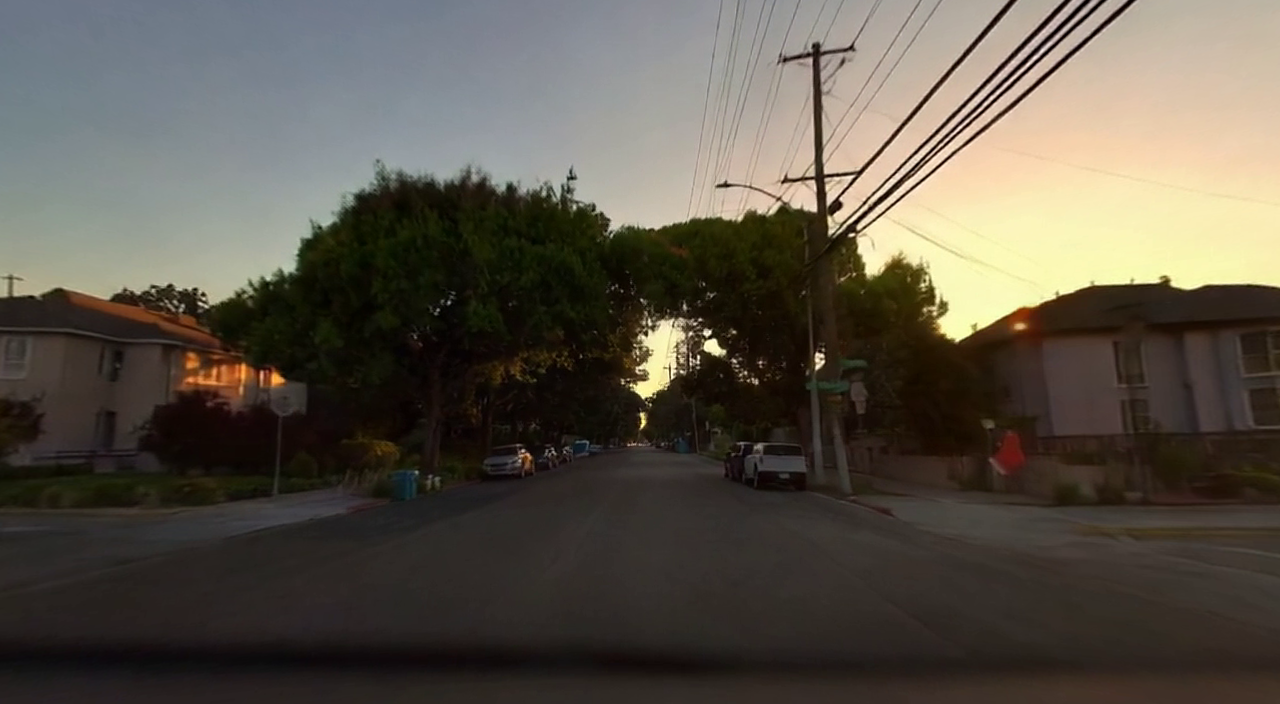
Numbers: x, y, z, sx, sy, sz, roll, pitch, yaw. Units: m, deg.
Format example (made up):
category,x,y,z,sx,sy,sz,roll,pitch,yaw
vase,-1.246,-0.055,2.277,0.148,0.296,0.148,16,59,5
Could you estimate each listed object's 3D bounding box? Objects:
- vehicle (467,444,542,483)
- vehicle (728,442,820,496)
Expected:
category,x,y,z,sx,sy,sz,roll,pitch,yaw
vehicle,-5.884,4.879,28.063,2.231,1.492,4.727,1,-8,1
vehicle,3.943,3.499,19.287,1.851,1.438,4.177,0,-8,0
